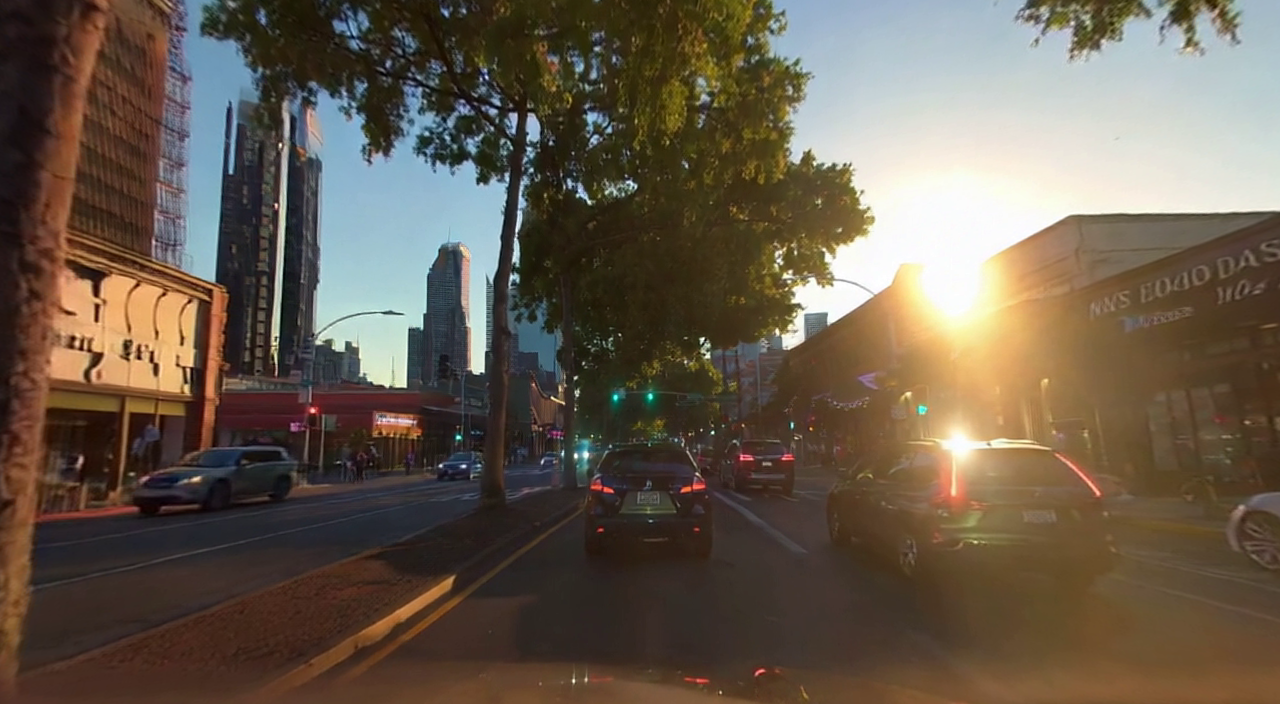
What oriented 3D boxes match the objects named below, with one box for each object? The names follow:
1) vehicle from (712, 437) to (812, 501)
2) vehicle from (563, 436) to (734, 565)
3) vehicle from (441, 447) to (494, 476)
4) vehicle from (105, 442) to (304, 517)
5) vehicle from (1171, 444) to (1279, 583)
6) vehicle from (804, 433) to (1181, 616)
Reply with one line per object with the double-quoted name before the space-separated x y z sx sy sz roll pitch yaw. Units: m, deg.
"vehicle" 3.508 3.454 19.029 2.025 1.660 4.334 0 -9 -1
"vehicle" 0.078 2.026 9.283 2.006 1.487 3.535 0 -9 -1
"vehicle" -11.350 7.232 41.878 2.034 1.765 4.708 -1 -9 2
"vehicle" -11.526 3.359 17.256 2.042 1.749 4.629 -1 -9 1
"vehicle" 7.930 1.645 6.126 1.825 1.499 4.239 0 -9 0
"vehicle" 3.445 1.741 7.351 1.988 1.480 4.195 0 -9 1
